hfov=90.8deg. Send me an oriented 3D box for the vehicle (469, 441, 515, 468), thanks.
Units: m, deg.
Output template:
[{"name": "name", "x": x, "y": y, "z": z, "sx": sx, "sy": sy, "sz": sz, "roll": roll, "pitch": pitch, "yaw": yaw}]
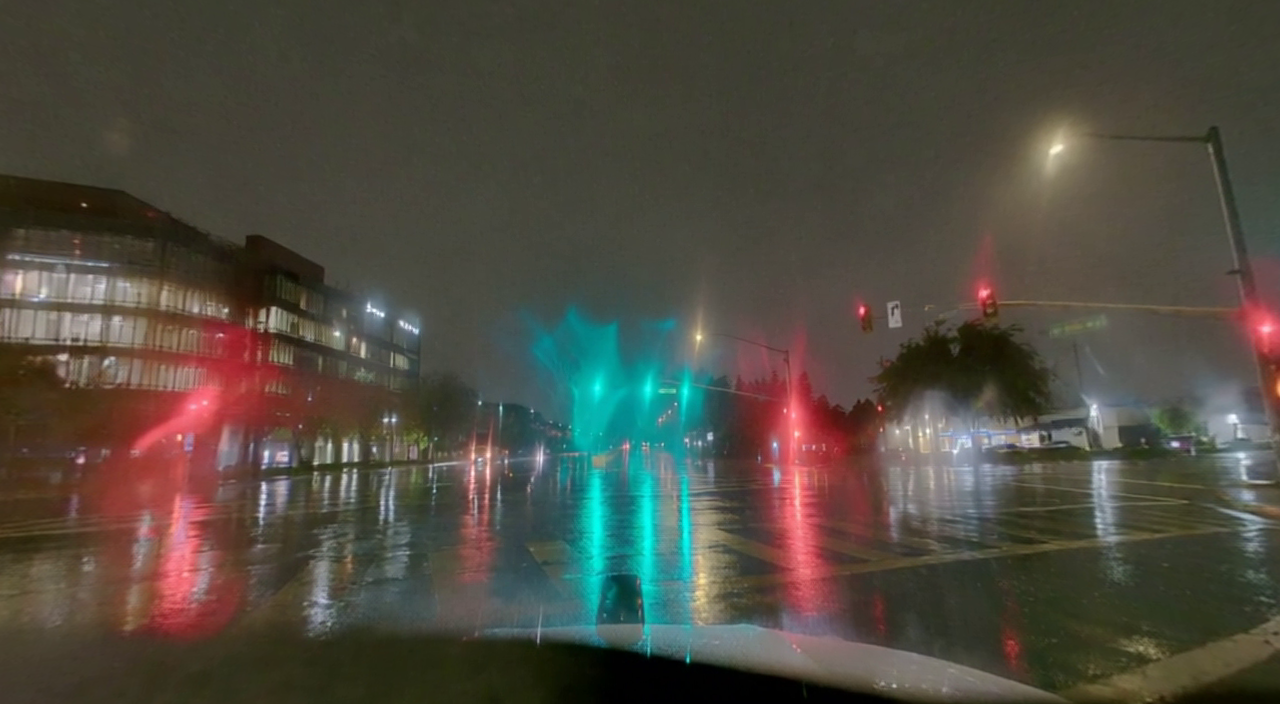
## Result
[{"name": "vehicle", "x": -9.732, "y": 6.773, "z": 41.947, "sx": 1.988, "sy": 1.692, "sz": 4.412, "roll": 0, "pitch": -8, "yaw": 0}]
